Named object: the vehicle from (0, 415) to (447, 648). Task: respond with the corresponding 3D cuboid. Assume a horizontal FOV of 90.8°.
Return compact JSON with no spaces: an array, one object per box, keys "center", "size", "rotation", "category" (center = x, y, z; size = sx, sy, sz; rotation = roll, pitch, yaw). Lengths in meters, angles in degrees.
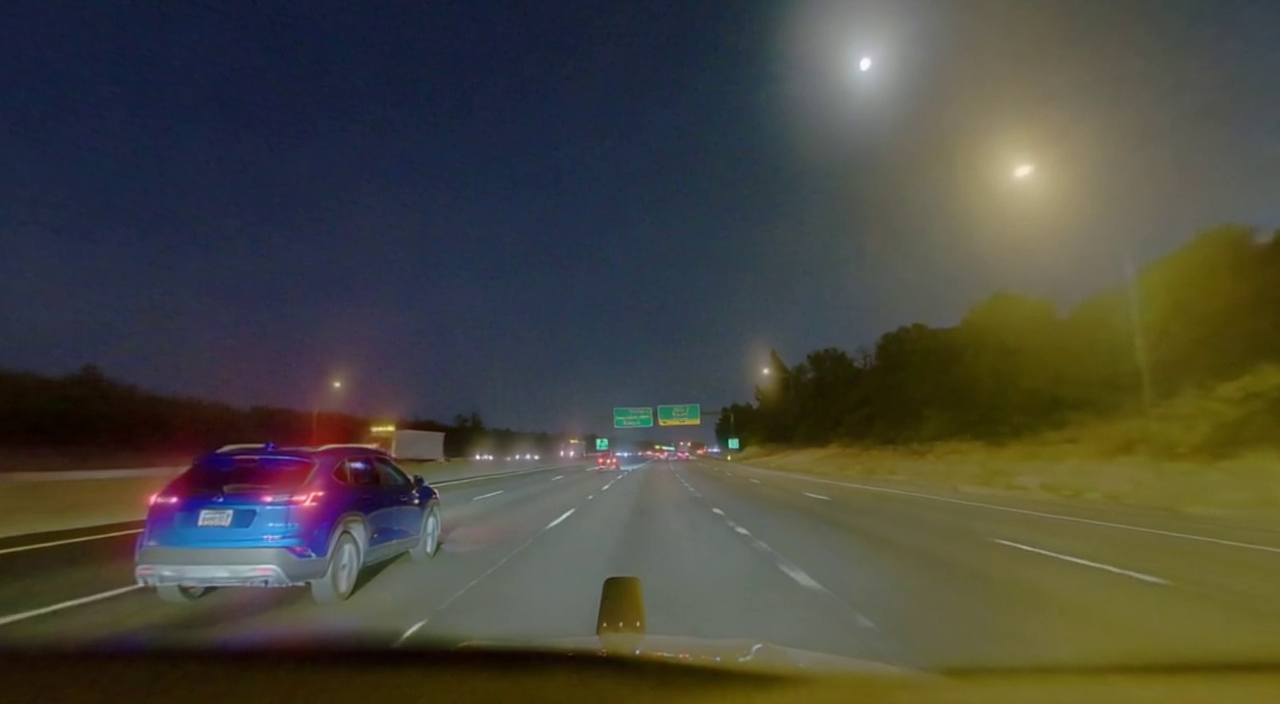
[{"center":[-3.712,1.584,6.597],"size":[2.016,1.623,4.126],"rotation":[0,-9,1],"category":"vehicle"}]
